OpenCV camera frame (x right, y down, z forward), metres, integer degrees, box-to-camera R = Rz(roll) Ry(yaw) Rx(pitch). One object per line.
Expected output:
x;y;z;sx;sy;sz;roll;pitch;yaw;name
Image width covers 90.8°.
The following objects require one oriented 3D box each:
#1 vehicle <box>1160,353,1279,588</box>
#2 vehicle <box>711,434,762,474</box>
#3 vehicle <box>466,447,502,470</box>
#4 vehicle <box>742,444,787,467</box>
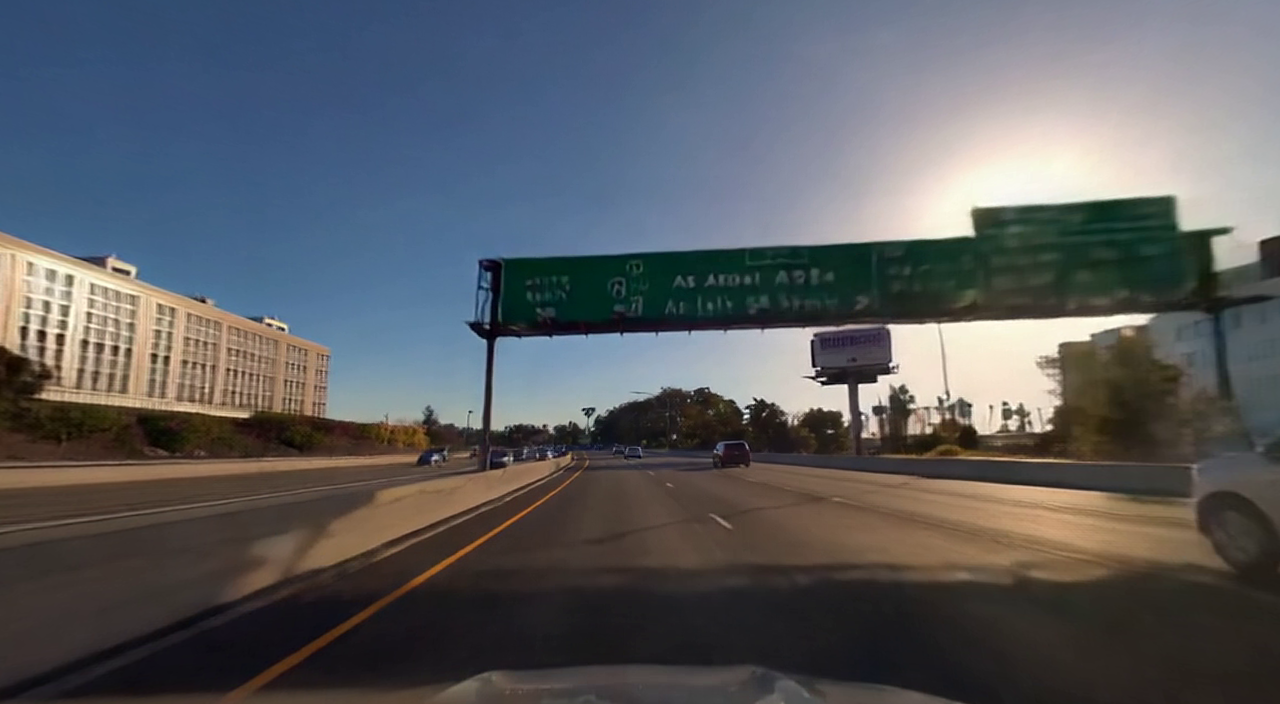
6.475;0.782;3.920;2.181;1.952;4.973;0;-9;0;vehicle
5.665;6.070;37.749;2.043;2.154;4.731;0;-9;-3;vehicle
-11.227;7.684;45.731;1.799;1.433;4.661;-1;-7;-4;vehicle
8.845;7.367;45.251;1.981;1.508;4.768;0;-9;-4;vehicle
